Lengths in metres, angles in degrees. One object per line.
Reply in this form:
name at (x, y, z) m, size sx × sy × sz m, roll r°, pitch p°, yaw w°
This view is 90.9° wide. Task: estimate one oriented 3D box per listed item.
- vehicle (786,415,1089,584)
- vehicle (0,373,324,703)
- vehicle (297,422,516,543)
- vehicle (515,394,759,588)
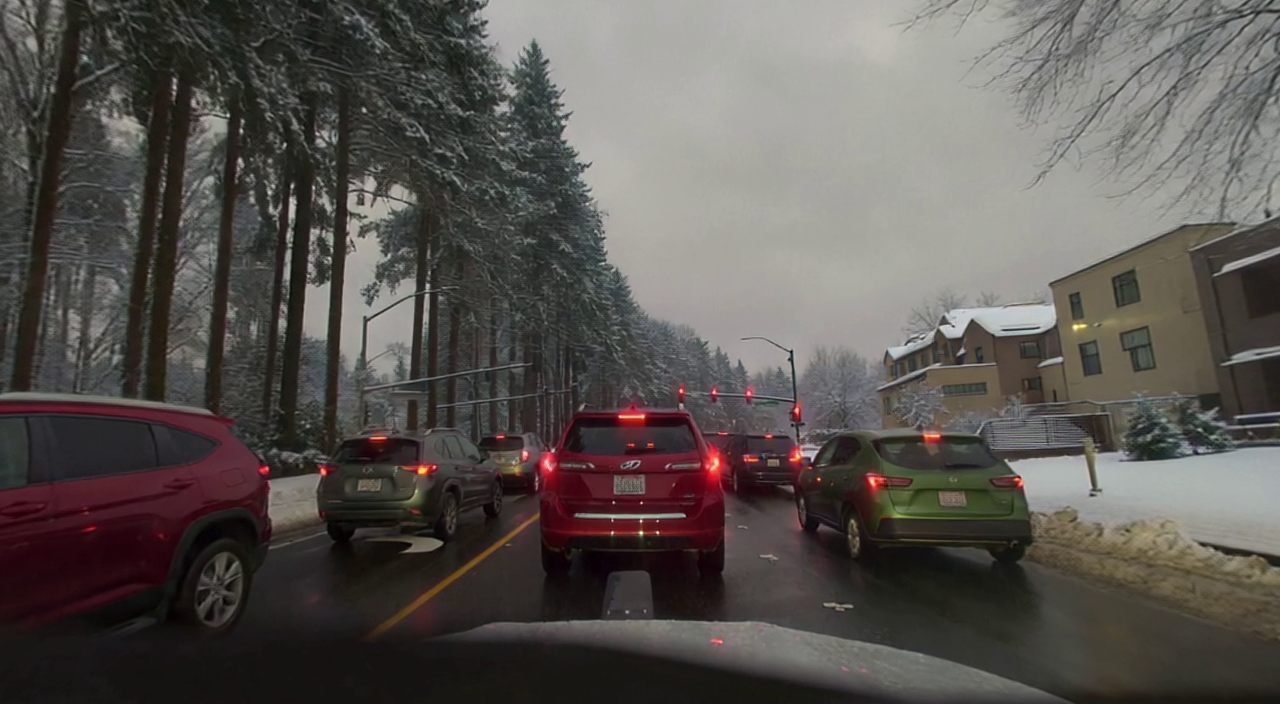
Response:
vehicle at (3.254, 1.671, 7.860) m, size 1.922 × 1.579 × 3.642 m, roll 0°, pitch -8°, yaw -1°
vehicle at (-3.779, 0.998, 3.301) m, size 1.929 × 1.641 × 4.193 m, roll 0°, pitch -8°, yaw 2°
vehicle at (-3.659, 2.120, 10.917) m, size 2.042 × 1.641 × 4.314 m, roll 0°, pitch -8°, yaw 1°
vehicle at (-0.011, 1.552, 7.788) m, size 2.193 × 1.744 × 4.033 m, roll 0°, pitch -8°, yaw 1°
